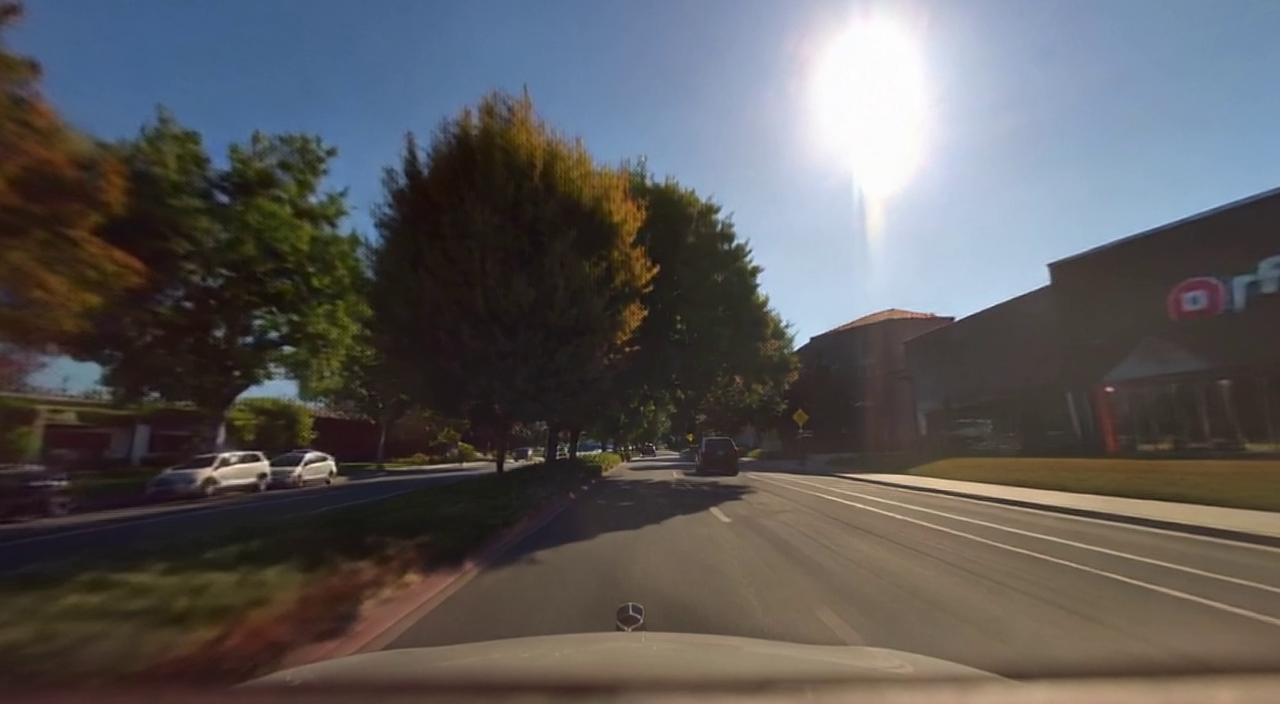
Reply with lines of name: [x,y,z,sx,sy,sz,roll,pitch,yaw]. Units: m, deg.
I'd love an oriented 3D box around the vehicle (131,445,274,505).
vehicle: [-16.489,4.598,24.186,2.005,2.034,4.904,0,-8,-1]

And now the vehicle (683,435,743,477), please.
vehicle: [3.214,4.693,28.687,2.143,1.759,4.378,0,-8,0]

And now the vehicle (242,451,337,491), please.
vehicle: [-16.447,5.569,29.853,1.980,1.695,4.350,0,-8,0]
